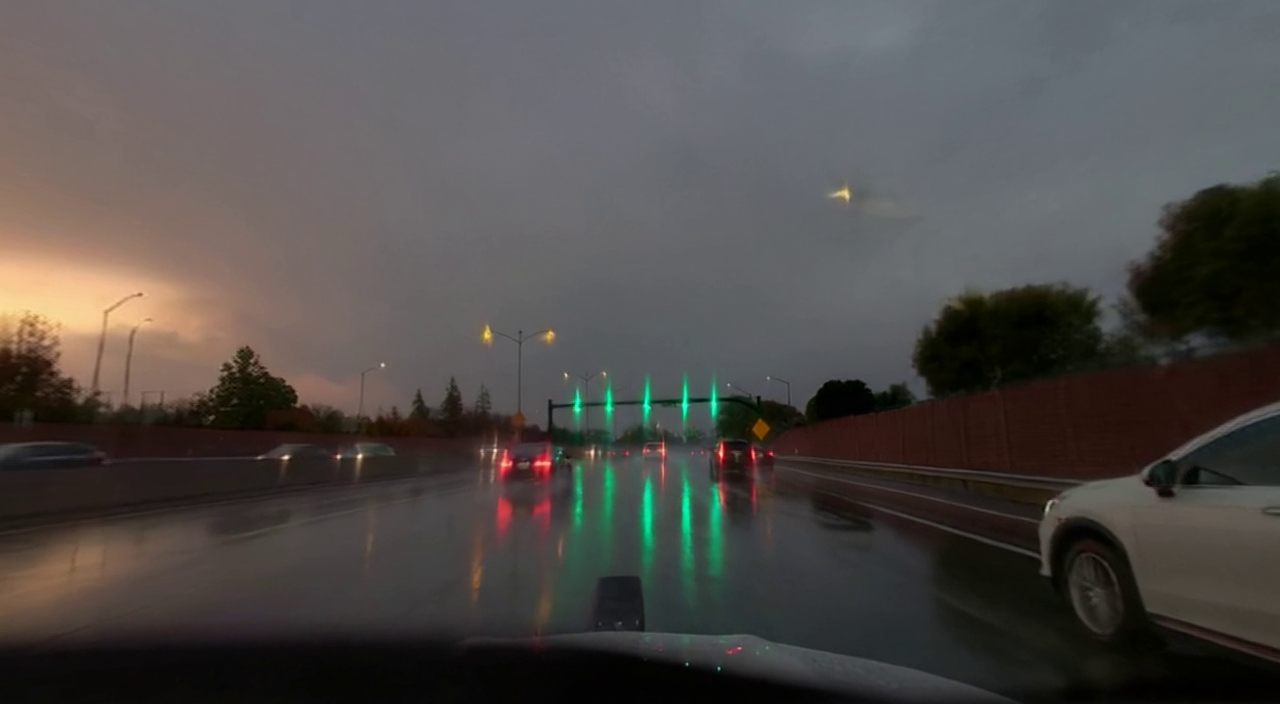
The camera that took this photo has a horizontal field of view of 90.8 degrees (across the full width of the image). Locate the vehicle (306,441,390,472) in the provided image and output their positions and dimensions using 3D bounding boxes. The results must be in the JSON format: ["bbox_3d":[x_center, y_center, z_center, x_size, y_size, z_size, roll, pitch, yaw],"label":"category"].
[{"bbox_3d":[-14.864,5.321,32.479,1.971,1.484,4.666,0,-8,2],"label":"vehicle"}]

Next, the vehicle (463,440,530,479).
[{"bbox_3d":[-5.889,4.427,26.353,1.835,1.504,3.612,0,-8,2],"label":"vehicle"}]

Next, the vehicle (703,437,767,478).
[{"bbox_3d":[4.245,4.769,28.918,2.320,1.735,4.408,0,-8,1],"label":"vehicle"}]

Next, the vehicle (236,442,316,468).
[{"bbox_3d":[-21.643,6.127,37.802,1.898,1.451,4.432,0,-8,4],"label":"vehicle"}]

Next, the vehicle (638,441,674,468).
[{"bbox_3d":[1.209,7.221,44.765,2.408,1.748,4.217,0,-8,3],"label":"vehicle"}]

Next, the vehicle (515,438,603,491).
[{"bbox_3d":[-2.516,3.641,20.962,2.130,1.514,4.766,0,-8,2],"label":"vehicle"}]

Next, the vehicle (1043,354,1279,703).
[{"bbox_3d":[3.814,0.779,2.022,2.029,1.716,4.545,0,-8,0],"label":"vehicle"}]
